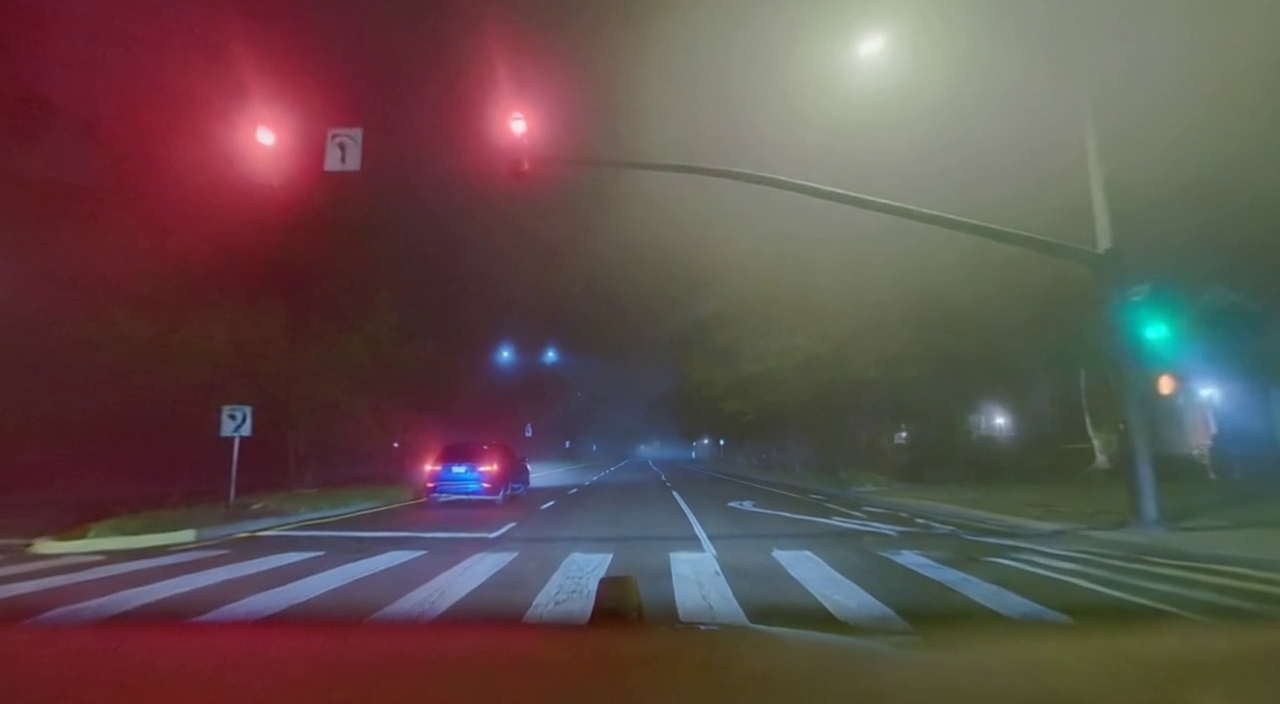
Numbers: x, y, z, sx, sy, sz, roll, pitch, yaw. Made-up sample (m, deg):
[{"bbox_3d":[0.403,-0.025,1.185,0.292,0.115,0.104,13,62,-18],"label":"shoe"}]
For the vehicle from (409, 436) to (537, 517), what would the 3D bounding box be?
[{"bbox_3d":[-3.977,3.010,15.894,1.993,1.733,4.262,0,-8,1],"label":"vehicle"}]

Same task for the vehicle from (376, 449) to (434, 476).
[{"bbox_3d":[-16.669,7.849,45.057,2.202,1.724,4.934,0,-8,1],"label":"vehicle"}]
